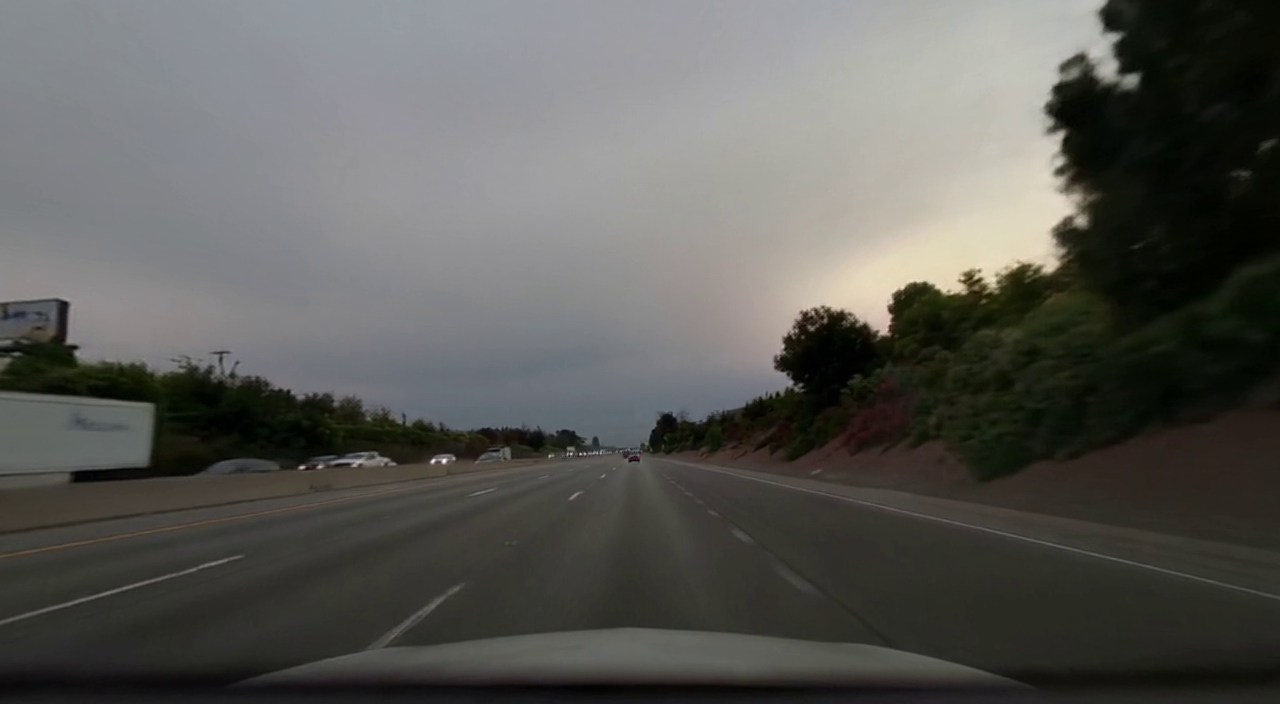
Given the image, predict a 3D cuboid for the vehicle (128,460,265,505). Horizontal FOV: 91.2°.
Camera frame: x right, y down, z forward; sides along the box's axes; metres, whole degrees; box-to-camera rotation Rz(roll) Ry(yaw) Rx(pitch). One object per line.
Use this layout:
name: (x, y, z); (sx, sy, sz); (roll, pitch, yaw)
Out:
vehicle: (-16.967, 4.970, 24.324); (1.890, 1.499, 4.573); (0, -9, 1)

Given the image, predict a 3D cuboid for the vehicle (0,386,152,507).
vehicle: (-22.786, 3.037, 20.155); (2.894, 4.016, 14.067); (0, -9, 0)

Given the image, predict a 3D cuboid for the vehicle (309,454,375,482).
vehicle: (-18.905, 7.359, 39.968); (1.926, 1.583, 4.652); (0, -9, 0)
